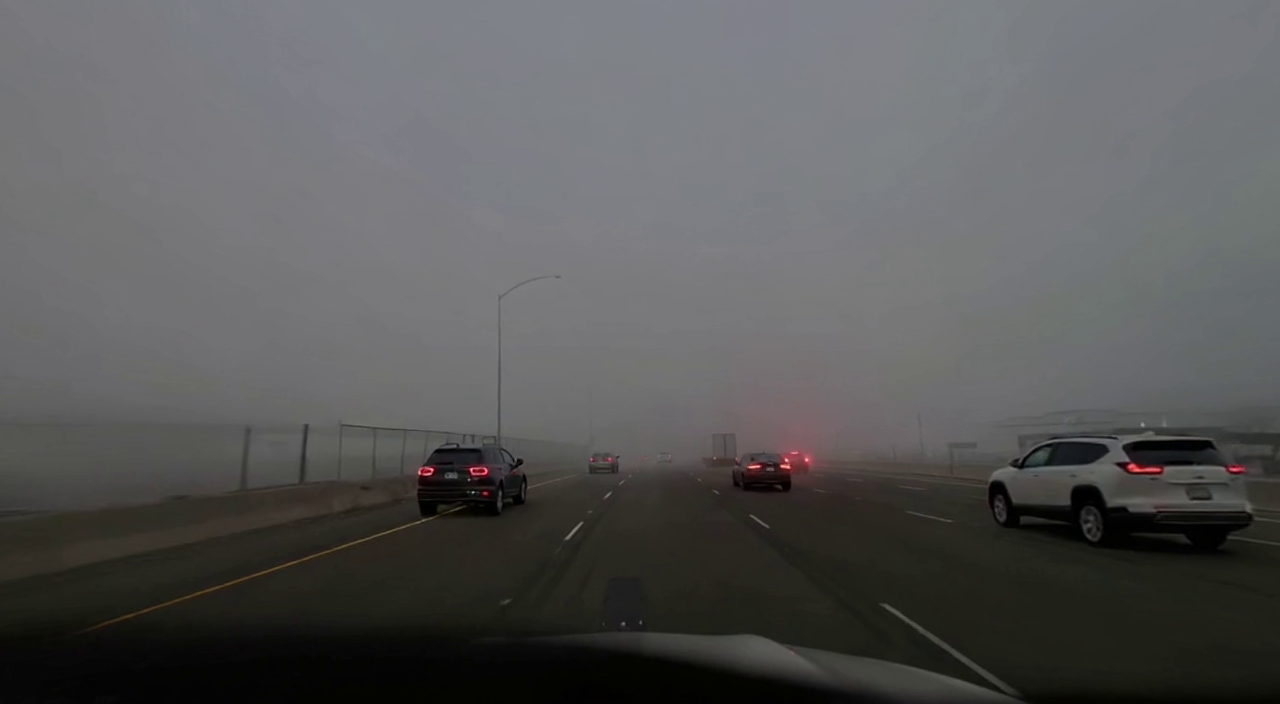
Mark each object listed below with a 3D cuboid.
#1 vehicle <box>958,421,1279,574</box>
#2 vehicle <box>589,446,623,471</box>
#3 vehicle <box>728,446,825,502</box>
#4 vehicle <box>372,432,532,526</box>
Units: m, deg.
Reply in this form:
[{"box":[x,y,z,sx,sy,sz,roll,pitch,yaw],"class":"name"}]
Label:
[{"box":[7.386,2.050,9.886,2.145,1.743,5.058,0,-8,0],"class":"vehicle"},{"box":[-2.530,7.951,47.504,2.108,1.748,4.514,-1,-8,3],"class":"vehicle"},{"box":[3.927,3.564,18.917,1.942,1.453,4.329,0,-8,0],"class":"vehicle"},{"box":[-3.766,2.608,13.533,2.036,1.669,4.112,-1,-8,2],"class":"vehicle"}]
